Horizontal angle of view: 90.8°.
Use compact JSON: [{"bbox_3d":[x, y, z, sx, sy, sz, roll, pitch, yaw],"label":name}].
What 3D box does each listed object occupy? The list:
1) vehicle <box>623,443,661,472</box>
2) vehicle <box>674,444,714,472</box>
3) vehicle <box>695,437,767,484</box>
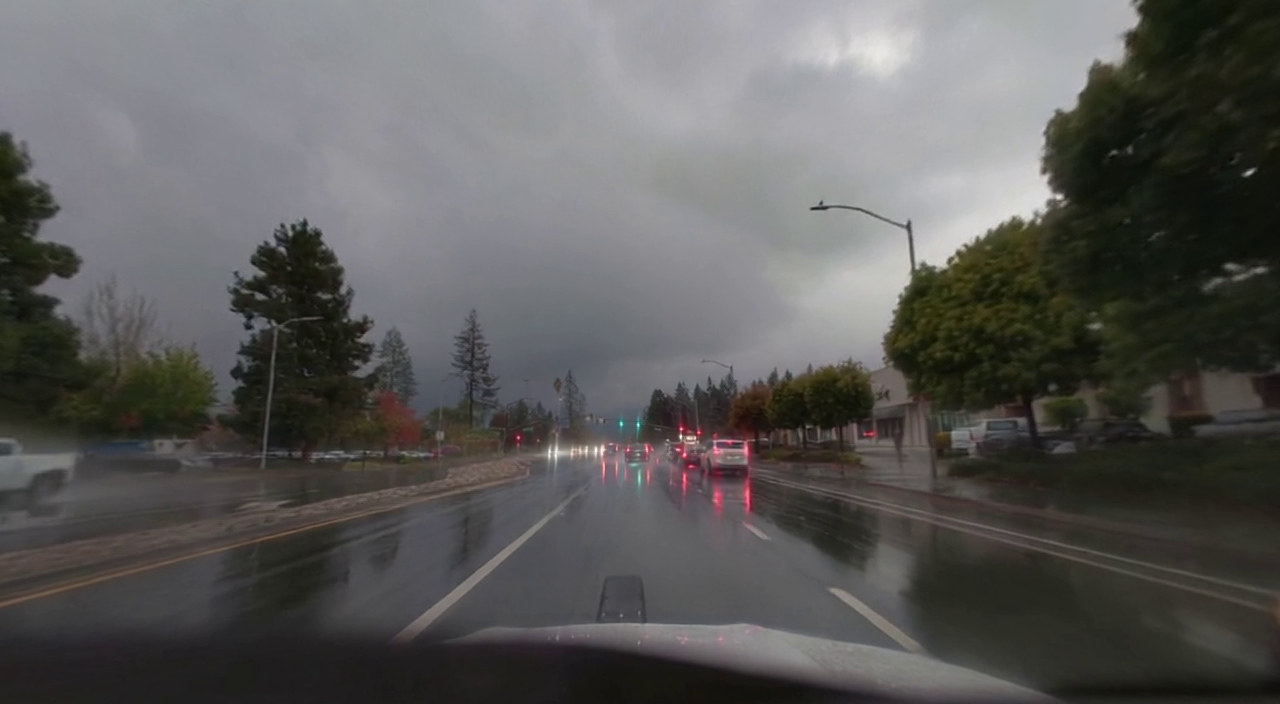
[{"bbox_3d":[0.090,5.904,35.670,2.023,1.532,3.891,0,-8,-1],"label":"vehicle"},{"bbox_3d":[3.029,6.071,36.422,1.864,1.484,4.662,0,-8,0],"label":"vehicle"},{"bbox_3d":[3.439,4.204,24.717,2.085,1.668,4.077,0,-8,-1],"label":"vehicle"}]
